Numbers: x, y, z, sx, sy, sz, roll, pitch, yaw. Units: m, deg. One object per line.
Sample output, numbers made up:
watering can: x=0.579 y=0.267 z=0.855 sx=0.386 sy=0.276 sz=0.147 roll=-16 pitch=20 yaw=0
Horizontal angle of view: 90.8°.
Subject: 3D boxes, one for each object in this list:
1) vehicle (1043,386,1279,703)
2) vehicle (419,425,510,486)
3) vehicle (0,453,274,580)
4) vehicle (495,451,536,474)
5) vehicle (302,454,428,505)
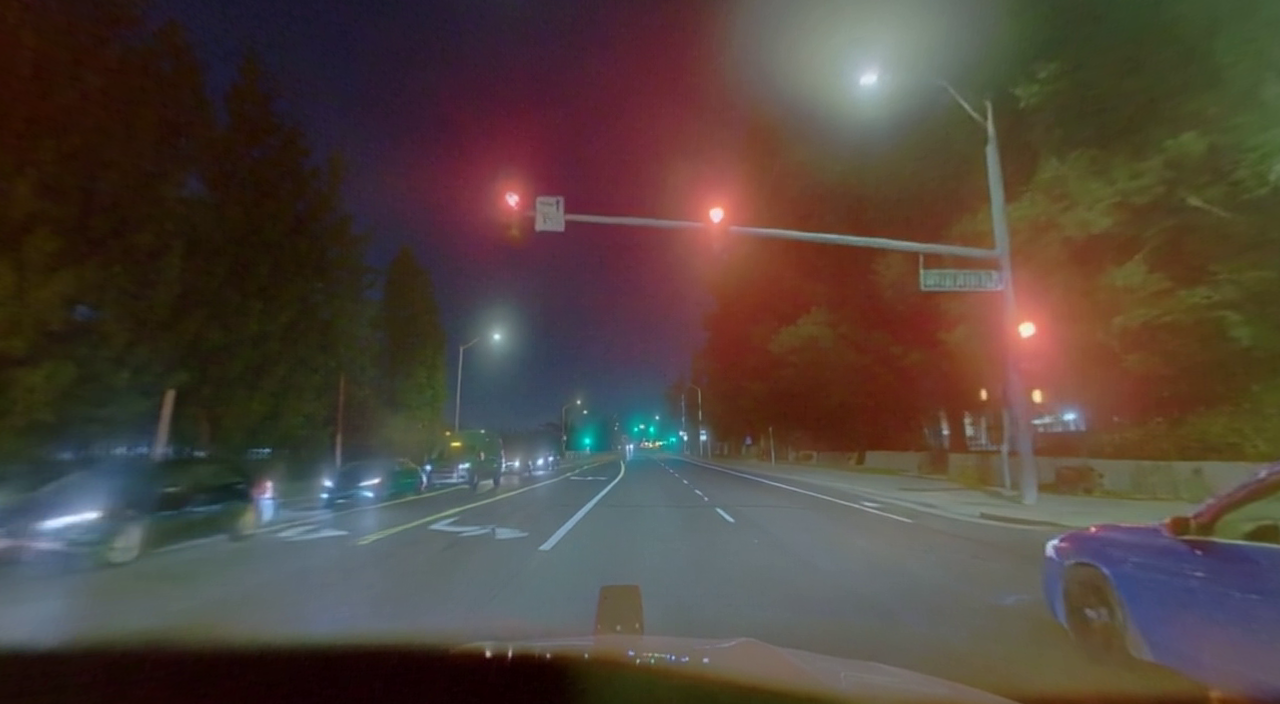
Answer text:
vehicle: x=3.968 y=0.834 z=2.067 sx=2.129 sy=1.581 sz=4.780 roll=0 pitch=-8 yaw=0
vehicle: x=-8.679 y=5.211 z=32.193 sx=2.617 sy=2.736 sz=6.621 roll=0 pitch=-8 yaw=1
vehicle: x=-8.122 y=2.387 z=10.097 sx=1.906 sy=1.468 sz=4.686 roll=0 pitch=-8 yaw=-3
vehicle: x=-8.667 y=7.700 z=44.317 sx=1.959 sy=1.469 sz=4.369 roll=0 pitch=-8 yaw=0
vehicle: x=-9.055 y=4.202 z=21.314 sx=2.190 sy=1.455 sz=4.516 roll=0 pitch=-8 yaw=0
